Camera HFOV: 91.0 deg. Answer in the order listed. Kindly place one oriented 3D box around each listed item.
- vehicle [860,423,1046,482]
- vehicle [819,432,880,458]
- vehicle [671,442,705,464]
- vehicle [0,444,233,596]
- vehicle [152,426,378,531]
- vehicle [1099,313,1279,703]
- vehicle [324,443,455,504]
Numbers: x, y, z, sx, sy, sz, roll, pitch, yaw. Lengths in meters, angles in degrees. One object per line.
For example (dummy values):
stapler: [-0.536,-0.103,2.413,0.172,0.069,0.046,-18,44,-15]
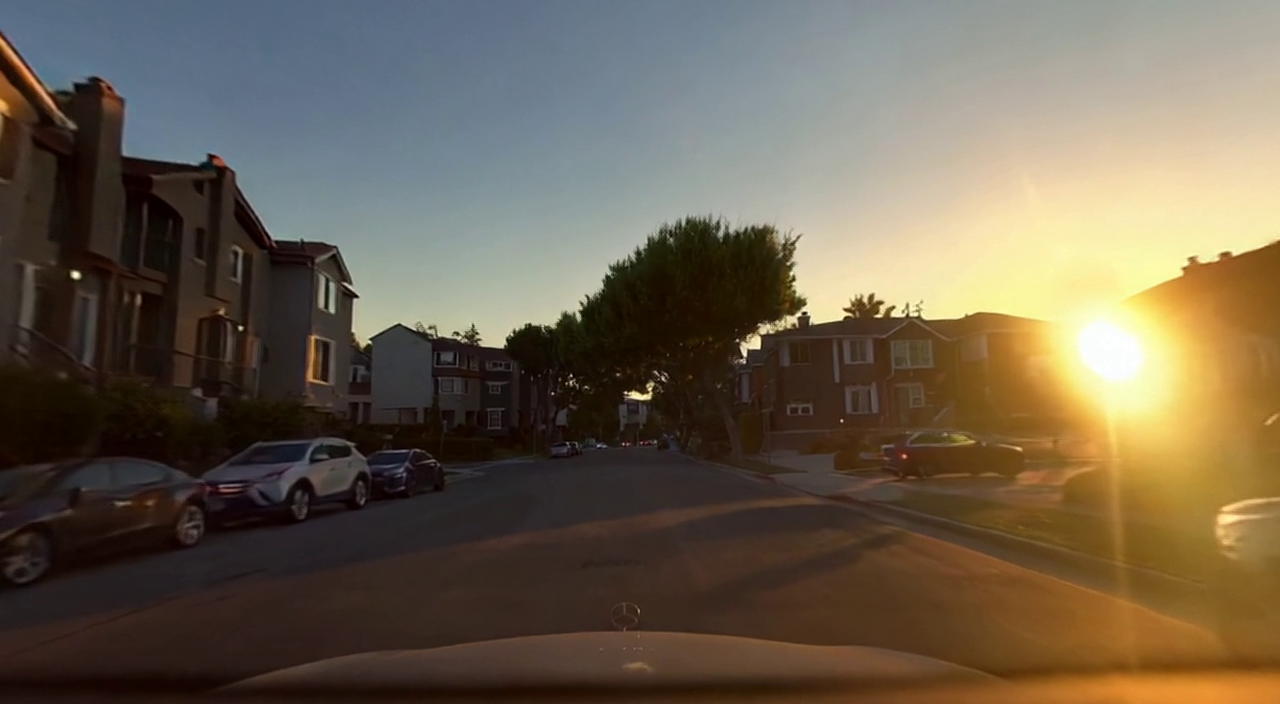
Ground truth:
vehicle: [9.701,3.147,19.871,4.726,1.731,2.075,-1,-9,4]
vehicle: [13.158,5.902,39.932,2.068,1.522,4.810,0,-9,-2]
vehicle: [3.444,7.306,45.584,1.956,1.468,4.698,0,-9,-2]
vehicle: [-7.429,1.966,8.184,1.845,1.510,3.729,0,-9,-3]
vehicle: [-7.486,2.587,13.254,2.136,1.758,4.297,-2,-9,-1]
vehicle: [4.094,0.591,1.466,2.216,1.955,4.970,0,-9,0]
vehicle: [-7.193,3.522,18.707,1.912,1.466,4.754,-2,-9,1]
